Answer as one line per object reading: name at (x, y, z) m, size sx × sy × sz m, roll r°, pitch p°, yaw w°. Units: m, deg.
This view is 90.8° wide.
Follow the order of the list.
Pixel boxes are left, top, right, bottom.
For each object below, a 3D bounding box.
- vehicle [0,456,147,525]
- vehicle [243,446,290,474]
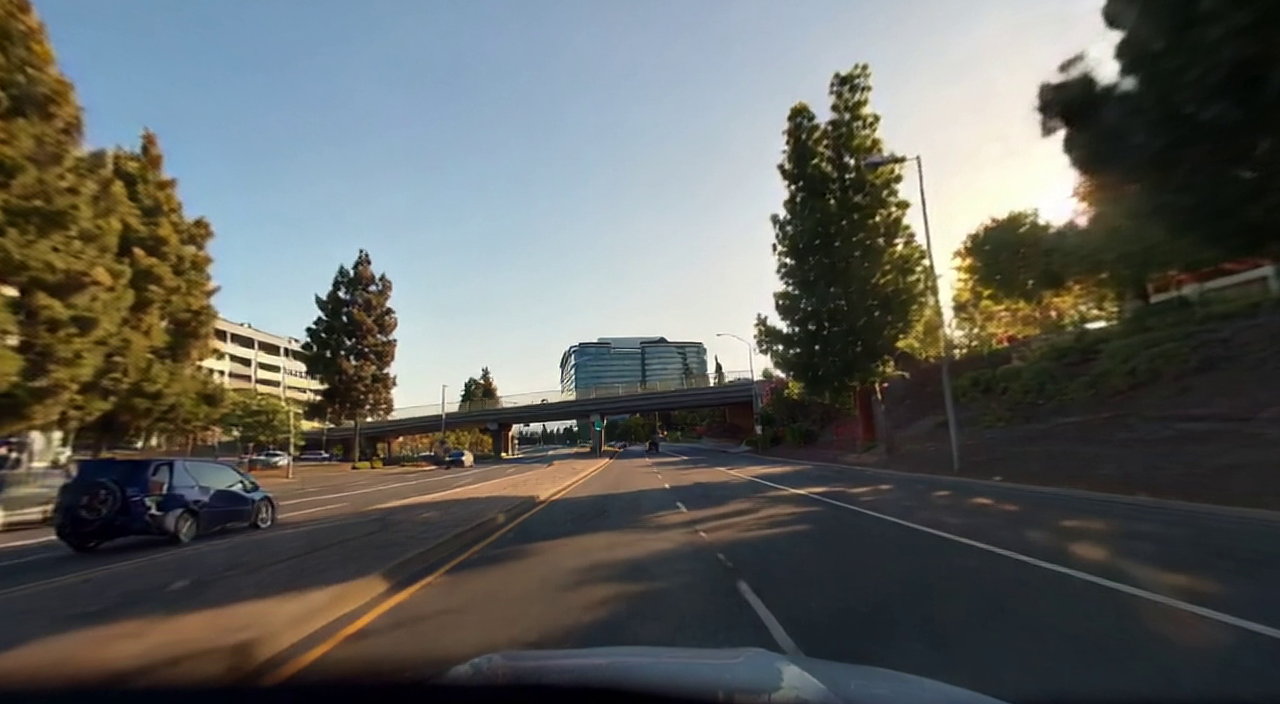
vehicle at (-16.699, 3.768, 17.756) m, size 1.861 × 1.618 × 4.731 m, roll 0°, pitch -9°, yaw -1°
vehicle at (-28.978, 8.342, 49.199) m, size 2.199 × 1.959 × 5.771 m, roll 3°, pitch -9°, yaw -22°
